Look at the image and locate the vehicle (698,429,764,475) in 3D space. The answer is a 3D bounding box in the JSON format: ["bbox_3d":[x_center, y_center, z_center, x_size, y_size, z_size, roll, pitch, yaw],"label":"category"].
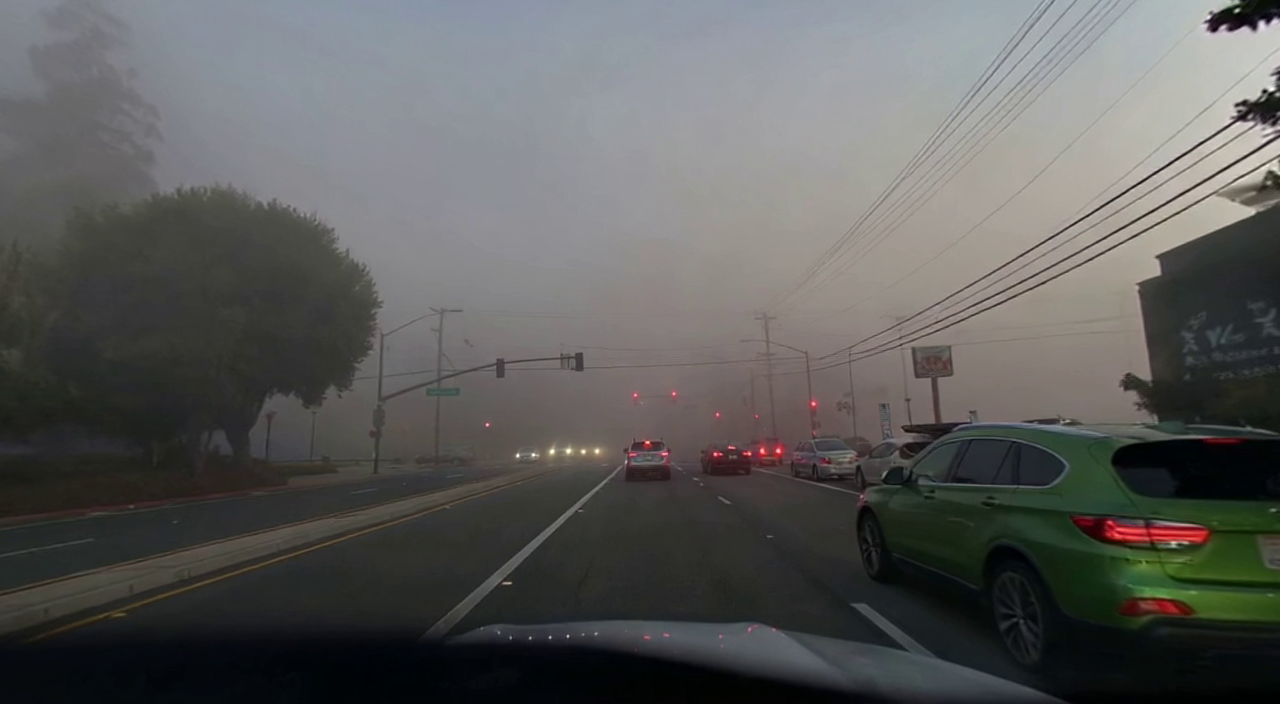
[{"bbox_3d":[3.800,4.301,27.241,2.060,1.789,4.712,0,-9,-1],"label":"vehicle"}]

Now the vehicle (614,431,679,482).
[{"bbox_3d":[0.226,3.760,22.964,2.149,1.668,3.962,0,-9,0],"label":"vehicle"}]

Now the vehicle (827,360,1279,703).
[{"bbox_3d":[3.082,1.153,4.800,1.998,1.620,4.267,0,-9,0],"label":"vehicle"}]
